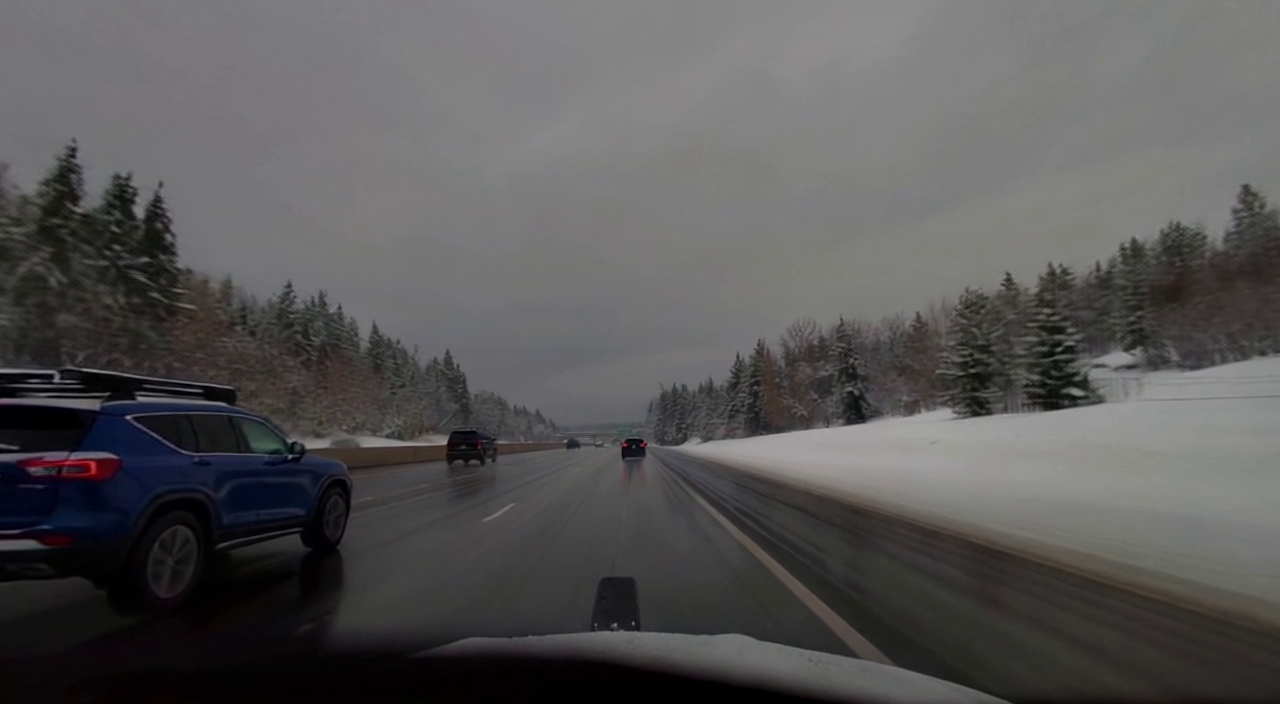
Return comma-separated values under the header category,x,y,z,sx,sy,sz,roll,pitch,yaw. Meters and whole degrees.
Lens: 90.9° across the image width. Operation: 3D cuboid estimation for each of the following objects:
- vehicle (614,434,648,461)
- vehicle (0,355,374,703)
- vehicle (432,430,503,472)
category,x,y,z,sx,sy,sz,roll,pitch,yaw
vehicle,-0.603,6.406,42.514,2.178,1.658,3.916,0,-8,-1
vehicle,-4.242,1.171,5.198,2.069,1.748,4.652,0,-8,0
vehicle,-7.718,4.461,28.713,1.964,1.745,4.338,0,-8,1
